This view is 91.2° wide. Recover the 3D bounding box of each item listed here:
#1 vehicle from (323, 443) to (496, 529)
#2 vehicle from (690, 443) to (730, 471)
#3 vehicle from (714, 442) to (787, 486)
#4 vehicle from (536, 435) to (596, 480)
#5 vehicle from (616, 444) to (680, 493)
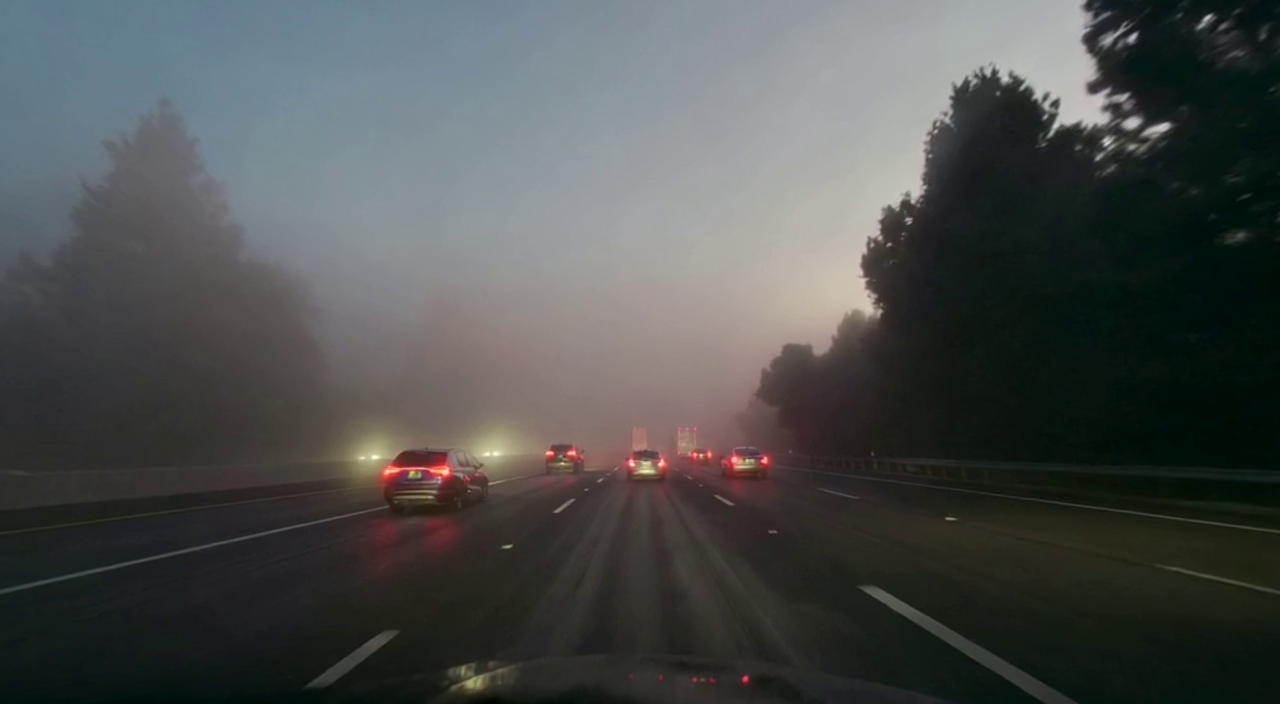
[{"bbox_3d":[-4.550,2.698,13.224,1.967,1.473,4.439,0,-9,0],"label":"vehicle"},{"bbox_3d":[4.577,6.949,41.633,2.080,1.748,4.534,0,-9,0],"label":"vehicle"},{"bbox_3d":[4.103,4.234,23.933,1.959,1.503,4.064,0,-9,-1],"label":"vehicle"},{"bbox_3d":[-3.489,5.101,30.457,2.230,1.973,4.403,-1,-9,2],"label":"vehicle"},{"bbox_3d":[0.255,4.018,21.945,2.015,1.526,4.286,0,-9,0],"label":"vehicle"}]
